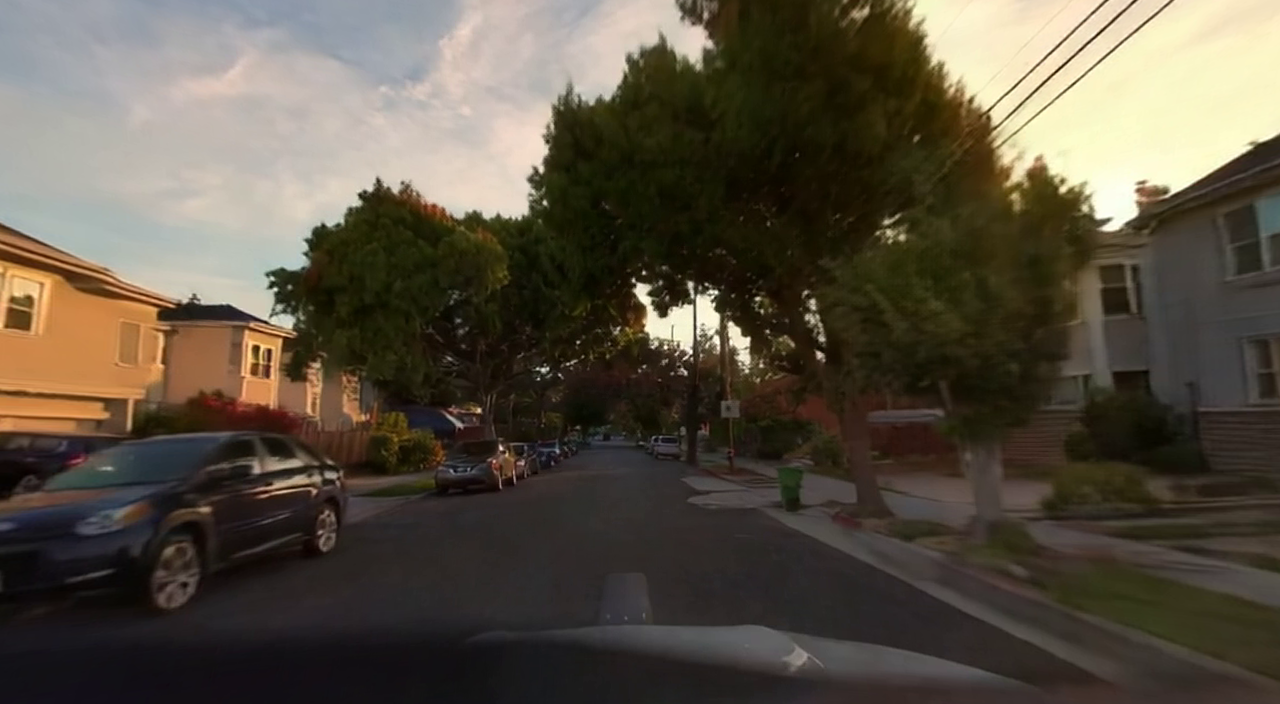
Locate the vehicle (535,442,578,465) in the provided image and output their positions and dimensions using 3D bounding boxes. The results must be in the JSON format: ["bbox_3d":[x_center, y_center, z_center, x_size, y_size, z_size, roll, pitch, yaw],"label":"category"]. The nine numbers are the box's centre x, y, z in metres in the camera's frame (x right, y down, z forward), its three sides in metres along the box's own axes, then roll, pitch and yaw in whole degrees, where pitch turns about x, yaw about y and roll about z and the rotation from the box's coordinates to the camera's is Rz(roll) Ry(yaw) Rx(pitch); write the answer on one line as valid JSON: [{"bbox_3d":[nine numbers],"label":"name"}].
[{"bbox_3d":[-5.092,6.203,38.885,1.995,1.330,4.080,0,-8,1],"label":"vehicle"}]

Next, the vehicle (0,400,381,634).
[{"bbox_3d":[-4.671,1.548,6.857,1.974,1.664,4.539,0,-9,-3],"label":"vehicle"}]

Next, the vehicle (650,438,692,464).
[{"bbox_3d":[1.845,6.065,38.917,2.000,1.456,5.251,1,-8,-4],"label":"vehicle"}]

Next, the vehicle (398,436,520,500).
[{"bbox_3d":[-4.846,3.158,17.679,2.086,1.493,4.582,-1,-8,0],"label":"vehicle"}]
